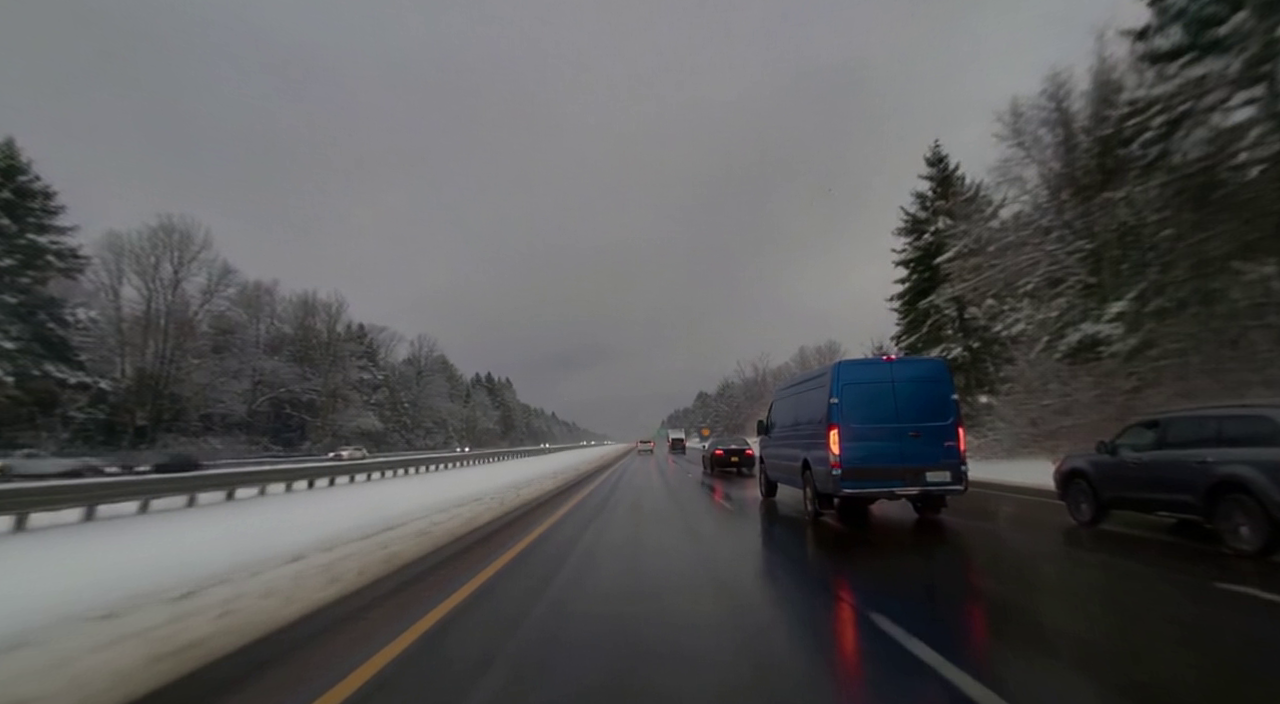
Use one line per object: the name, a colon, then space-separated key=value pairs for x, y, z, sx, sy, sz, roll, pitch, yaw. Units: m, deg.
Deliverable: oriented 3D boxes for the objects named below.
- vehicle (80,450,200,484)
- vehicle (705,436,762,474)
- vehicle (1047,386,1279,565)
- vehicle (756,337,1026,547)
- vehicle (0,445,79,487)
vehicle: x=-24.469 y=5.618 z=31.140 sx=1.914 sy=1.494 sz=4.844 roll=0 pitch=-8 yaw=1
vehicle: x=4.437 y=4.943 z=30.478 sx=2.034 sy=1.651 sz=4.342 roll=0 pitch=-8 yaw=0
vehicle: x=8.003 y=1.544 z=8.252 sx=2.212 sy=1.902 sz=4.654 roll=0 pitch=-8 yaw=0
vehicle: x=3.725 y=1.558 z=11.045 sx=2.302 sy=2.670 sz=5.912 roll=0 pitch=-8 yaw=1
vehicle: x=-31.612 y=5.597 z=31.164 sx=2.282 sy=1.999 sz=5.942 roll=0 pitch=-8 yaw=0
